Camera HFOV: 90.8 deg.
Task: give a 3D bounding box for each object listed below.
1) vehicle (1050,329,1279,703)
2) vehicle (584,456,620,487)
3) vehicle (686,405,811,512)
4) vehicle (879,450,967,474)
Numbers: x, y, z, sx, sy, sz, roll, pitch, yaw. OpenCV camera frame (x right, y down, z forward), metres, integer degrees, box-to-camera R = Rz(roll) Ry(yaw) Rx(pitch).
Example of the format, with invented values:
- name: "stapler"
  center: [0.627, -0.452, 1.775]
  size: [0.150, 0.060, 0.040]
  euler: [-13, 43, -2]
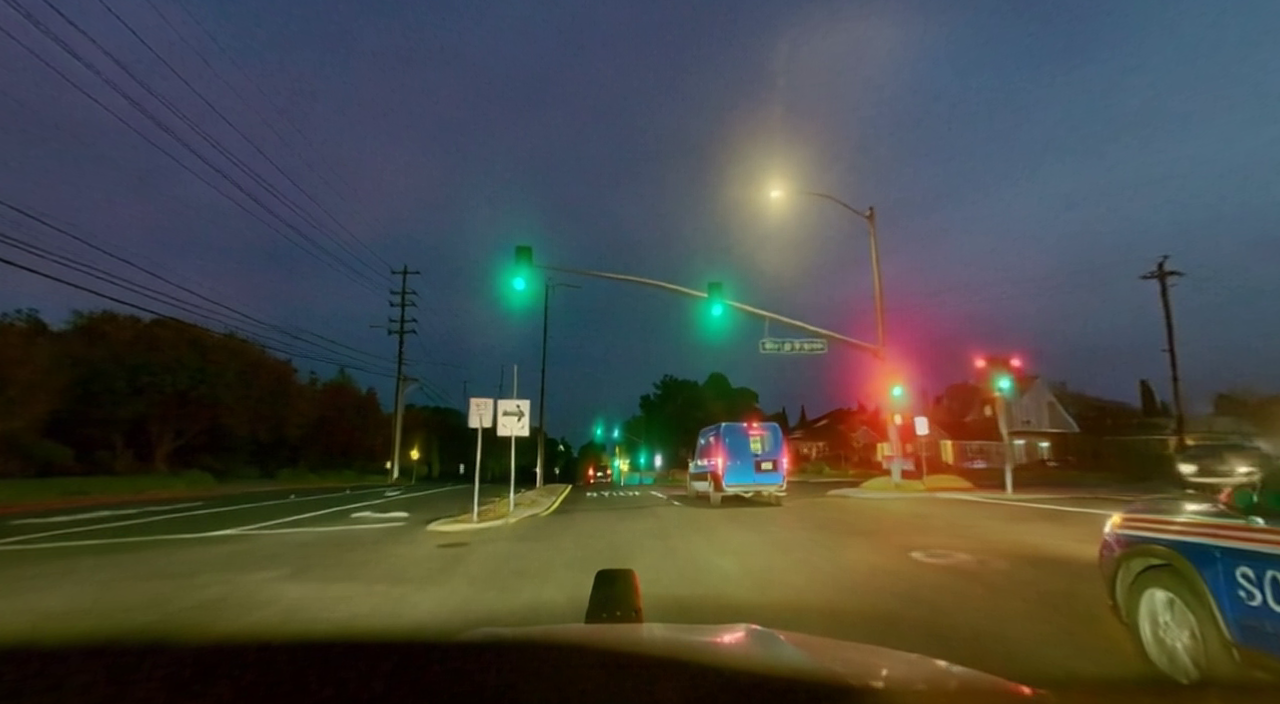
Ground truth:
- name: "vehicle"
  center: [4.262, 0.733, 2.306]
  size: [2.194, 1.922, 4.822]
  euler: [0, -8, -1]
- name: "vehicle"
  center: [-2.389, 7.349, 39.070]
  size: [2.114, 1.707, 3.725]
  euler: [0, -8, -5]
- name: "vehicle"
  center: [2.990, 3.130, 19.033]
  size: [2.406, 2.687, 5.521]
  euler: [0, -8, -4]
- name: "vehicle"
  center: [18.335, 7.101, 40.971]
  size: [4.868, 1.455, 2.054]
  euler: [-5, -10, 31]
